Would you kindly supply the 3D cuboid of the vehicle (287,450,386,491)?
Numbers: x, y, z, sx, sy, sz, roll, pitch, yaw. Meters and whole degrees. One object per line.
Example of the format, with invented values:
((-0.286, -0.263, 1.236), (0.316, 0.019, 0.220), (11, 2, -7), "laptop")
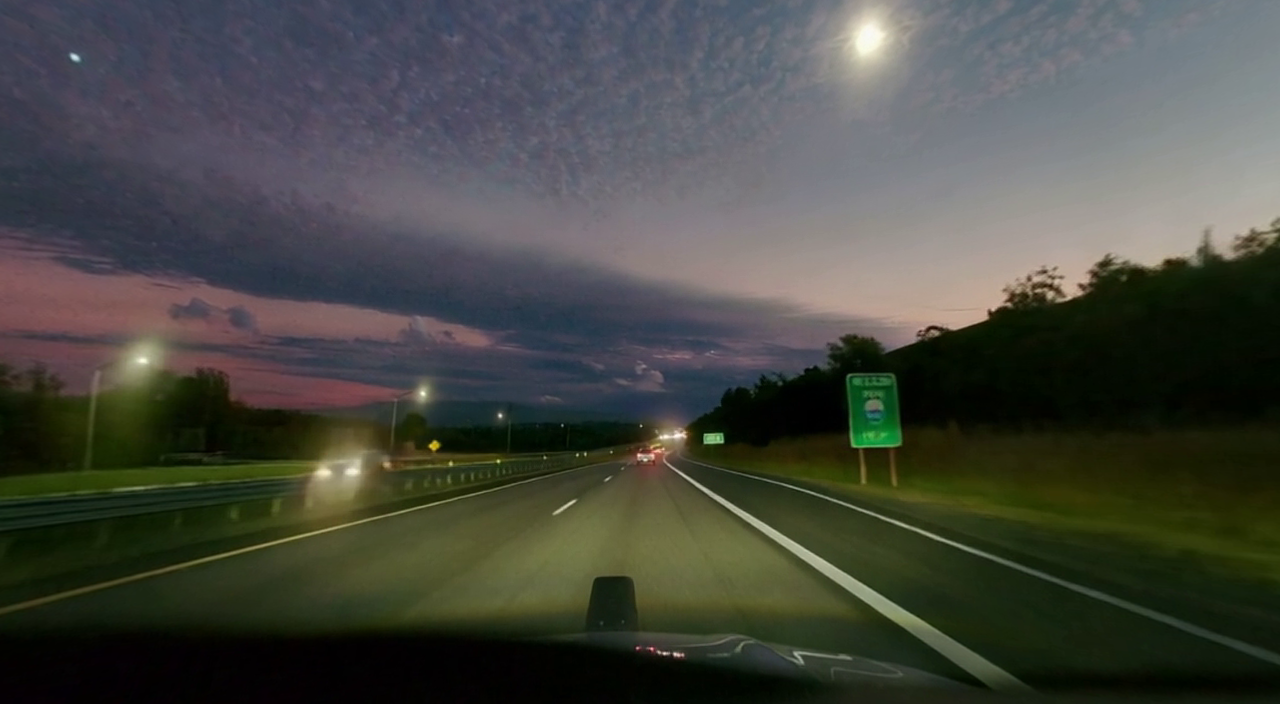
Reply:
((-12.732, 4.985, 26.811), (1.975, 1.543, 4.471), (0, -9, 0), "vehicle")
